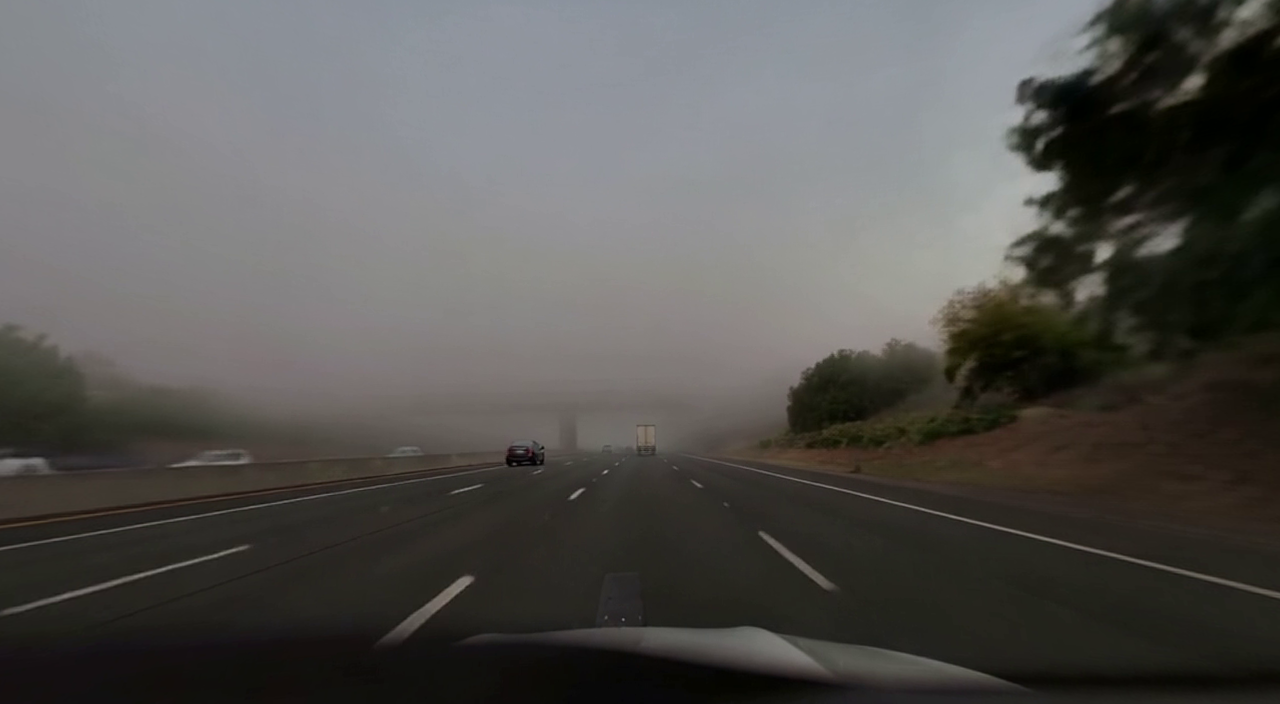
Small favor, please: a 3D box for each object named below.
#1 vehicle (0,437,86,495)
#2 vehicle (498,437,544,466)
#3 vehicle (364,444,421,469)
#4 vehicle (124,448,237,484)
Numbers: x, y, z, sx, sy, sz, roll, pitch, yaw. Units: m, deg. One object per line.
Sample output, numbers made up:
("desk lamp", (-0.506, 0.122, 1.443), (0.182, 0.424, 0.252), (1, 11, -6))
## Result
("vehicle", (-27.828, 4.985, 28.021), (2.482, 2.376, 4.101), (0, -8, 1))
("vehicle", (-7.255, 6.114, 38.879), (1.981, 1.685, 4.171), (0, -8, 1))
("vehicle", (-16.276, 6.841, 41.680), (1.892, 1.523, 4.514), (0, -8, 1))
("vehicle", (-23.742, 5.879, 32.903), (2.050, 1.656, 5.131), (0, -8, -1))
